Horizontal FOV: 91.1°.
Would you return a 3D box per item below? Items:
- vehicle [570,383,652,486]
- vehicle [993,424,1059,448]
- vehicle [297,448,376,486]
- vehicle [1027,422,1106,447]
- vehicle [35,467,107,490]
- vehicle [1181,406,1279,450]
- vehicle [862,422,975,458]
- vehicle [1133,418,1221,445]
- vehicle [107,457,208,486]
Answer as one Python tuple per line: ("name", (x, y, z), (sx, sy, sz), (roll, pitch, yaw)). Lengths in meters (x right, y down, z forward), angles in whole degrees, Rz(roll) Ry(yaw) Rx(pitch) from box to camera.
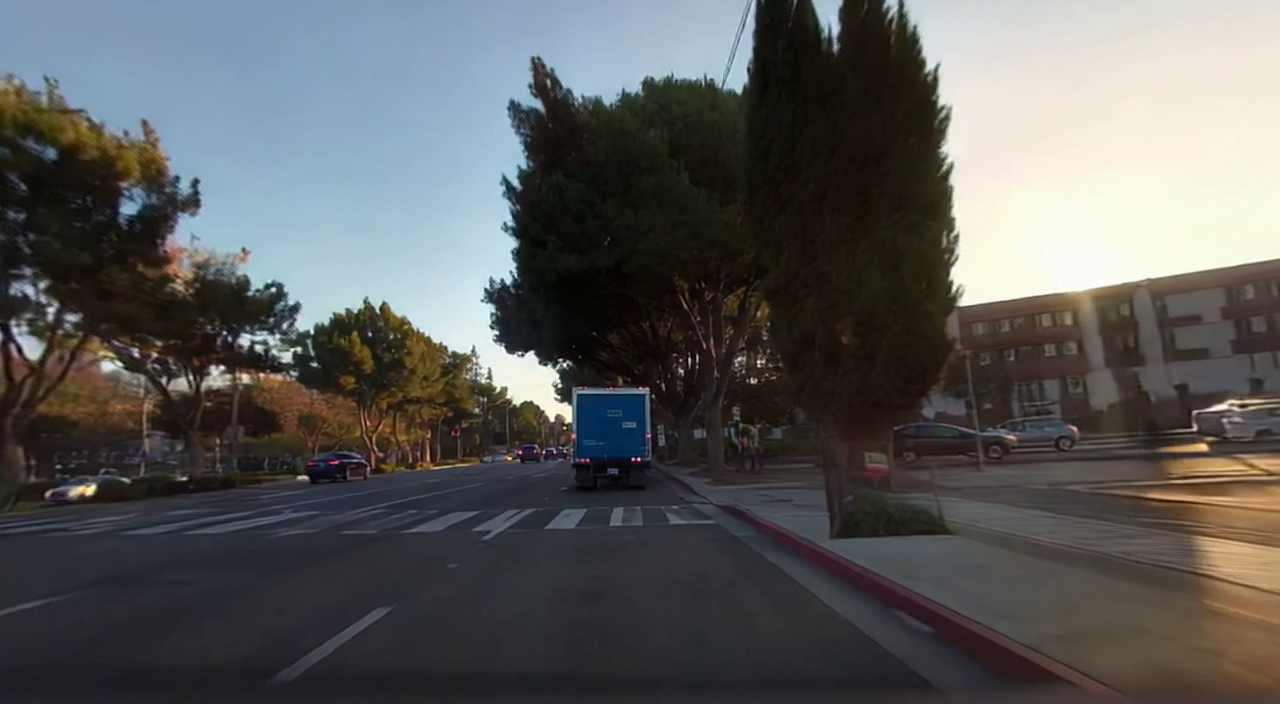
("vehicle", (-1.167, 3.593, 26.757), (2.905, 3.644, 8.807), (0, -9, -2))
("vehicle", (25.995, 5.688, 42.321), (3.313, 1.373, 1.590), (-2, -10, -2))
("vehicle", (-14.847, 5.614, 31.037), (1.958, 1.672, 4.283), (0, -9, -4))
("vehicle", (25.111, 4.879, 37.009), (3.537, 1.393, 1.581), (0, -10, -3))
("vehicle", (-40.879, 9.057, 45.147), (1.645, 1.416, 3.497), (-5, -10, 37))
("vehicle", (25.811, 3.198, 26.143), (4.609, 1.729, 2.098), (0, -8, -2))
("vehicle", (12.742, 4.034, 28.888), (4.321, 1.579, 1.823), (0, -8, -2))
("vehicle", (31.728, 4.709, 37.153), (3.709, 1.502, 1.806), (1, -7, -6))
("vehicle", (-35.467, 8.806, 46.288), (5.452, 1.994, 2.312), (0, -9, -1))
